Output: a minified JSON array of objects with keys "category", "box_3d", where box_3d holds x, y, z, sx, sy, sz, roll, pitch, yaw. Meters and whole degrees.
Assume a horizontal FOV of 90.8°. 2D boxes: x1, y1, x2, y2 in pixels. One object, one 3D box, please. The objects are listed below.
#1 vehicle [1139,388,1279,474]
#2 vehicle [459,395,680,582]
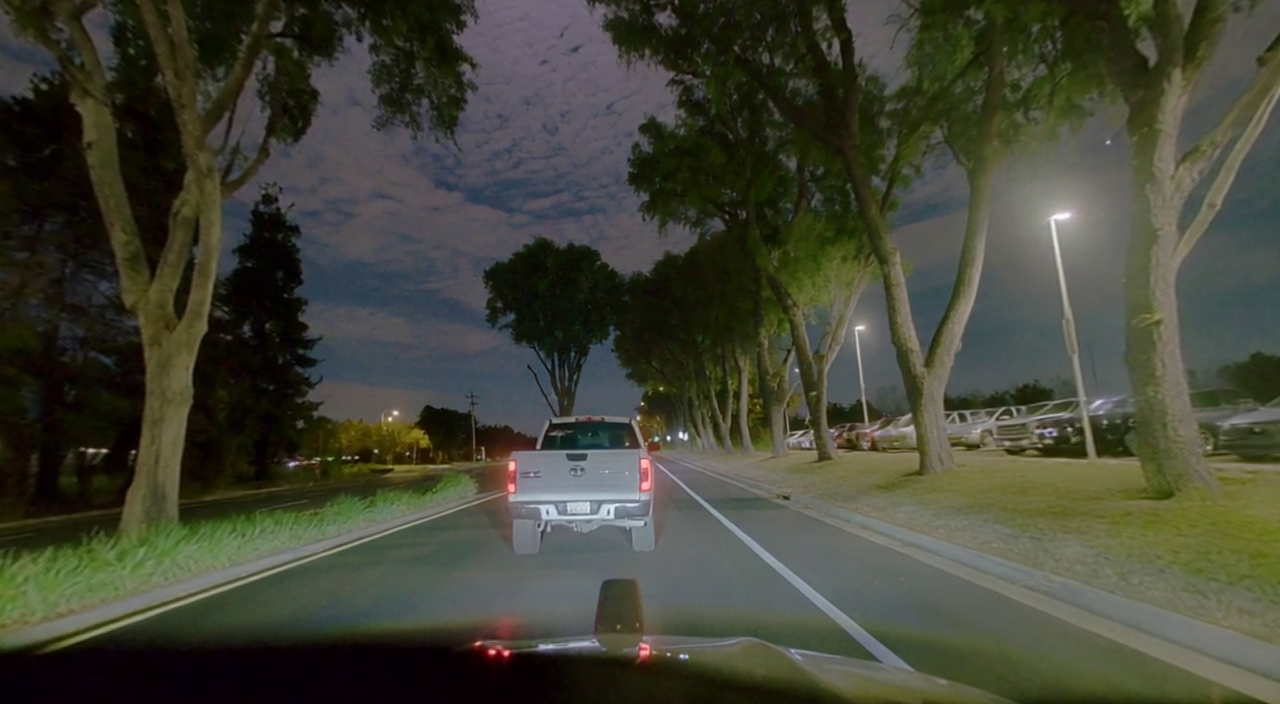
[{"category":"vehicle","box_3d":[11.881,1.390,11.224,4.298,1.392,1.944,-1,-8,2]},{"category":"vehicle","box_3d":[-0.629,1.707,8.769,2.157,1.816,5.039,0,-8,1]}]
